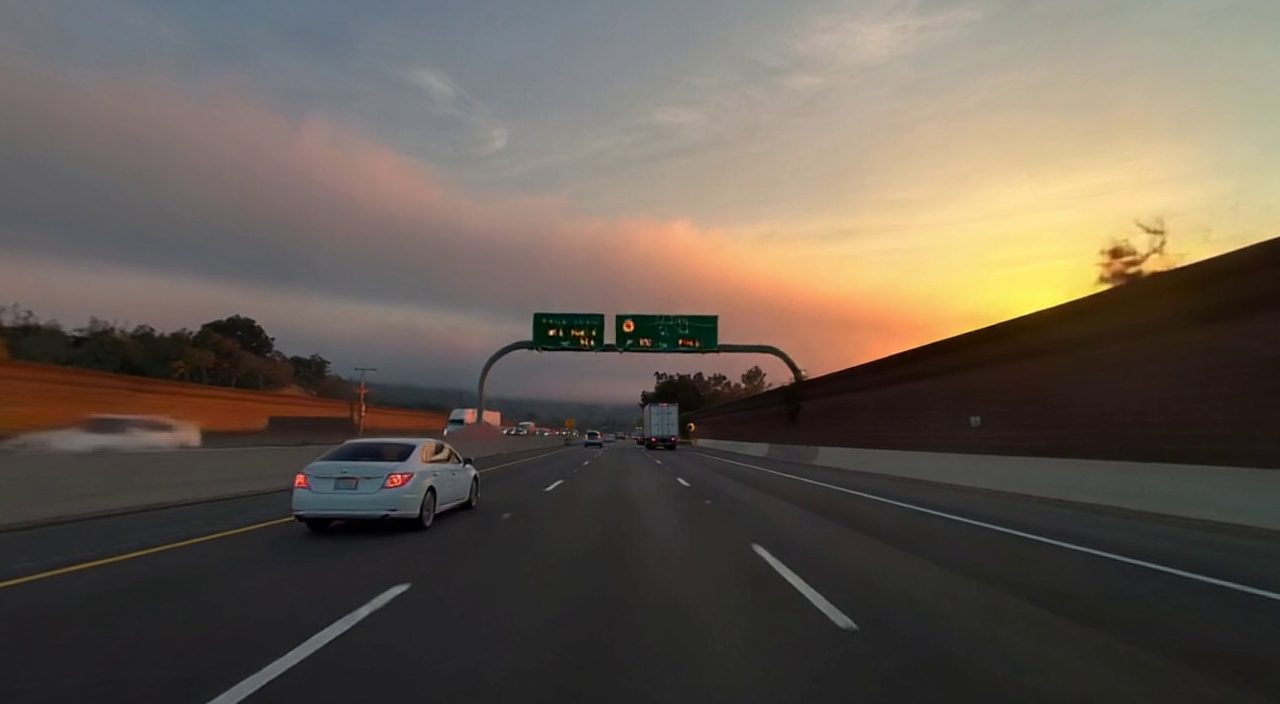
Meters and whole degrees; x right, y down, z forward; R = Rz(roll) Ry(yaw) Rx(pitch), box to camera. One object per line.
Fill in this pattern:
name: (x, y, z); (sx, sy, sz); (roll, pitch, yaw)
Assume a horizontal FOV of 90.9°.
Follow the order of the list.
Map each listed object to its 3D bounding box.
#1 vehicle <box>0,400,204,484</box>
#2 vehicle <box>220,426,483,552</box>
vehicle: (-11.923, 1.878, 13.314); (2.086, 1.449, 4.745); (0, -8, -1)
vehicle: (-3.916, 1.886, 9.584); (1.971, 1.444, 4.401); (0, -8, -1)
